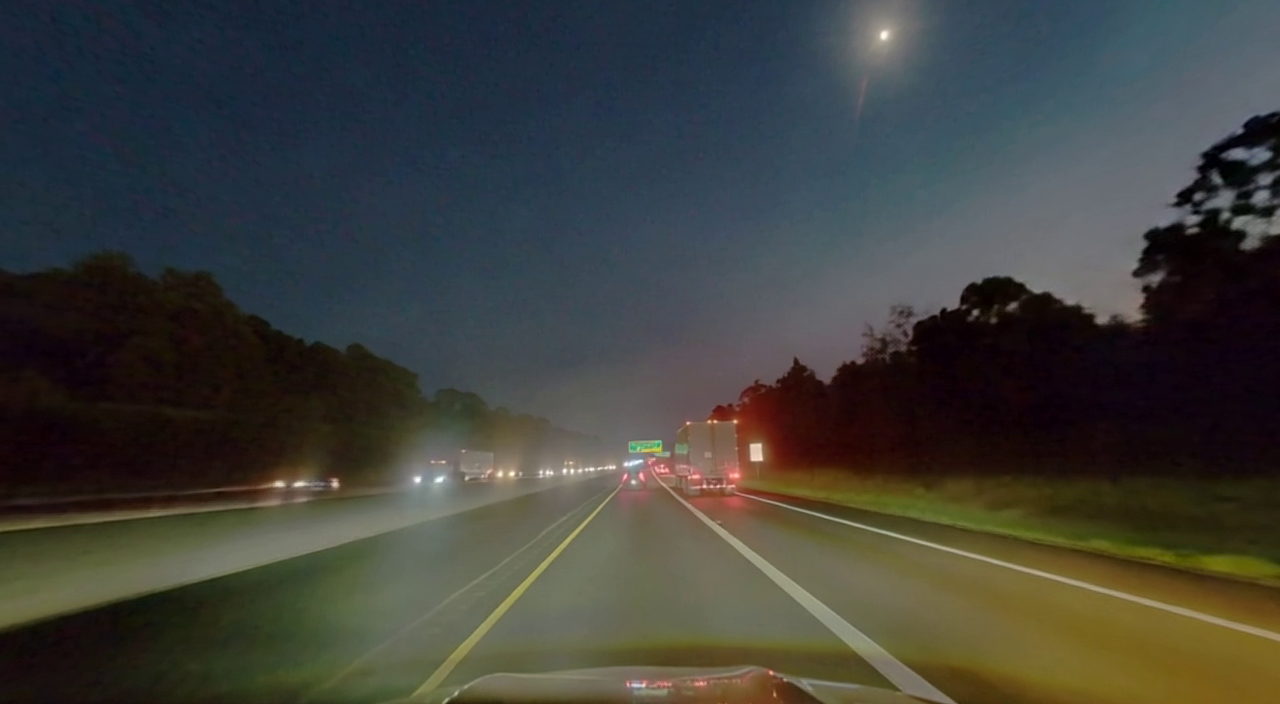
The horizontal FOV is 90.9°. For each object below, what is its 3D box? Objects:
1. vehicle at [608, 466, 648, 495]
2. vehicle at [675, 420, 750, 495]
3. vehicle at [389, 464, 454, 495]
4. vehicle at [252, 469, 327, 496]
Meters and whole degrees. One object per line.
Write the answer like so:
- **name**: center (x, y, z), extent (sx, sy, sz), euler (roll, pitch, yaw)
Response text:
- **vehicle**: center (-0.644, 6.970, 34.255), extent (2.010, 1.436, 3.973), euler (1, -10, -1)
- **vehicle**: center (4.349, 7.055, 41.665), extent (3.218, 4.001, 14.492), euler (1, -10, 0)
- **vehicle**: center (-12.711, 7.449, 37.061), extent (2.035, 1.634, 4.727), euler (1, -10, 1)
- **vehicle**: center (-20.460, 7.618, 36.993), extent (1.808, 1.473, 4.416), euler (1, -10, 1)
